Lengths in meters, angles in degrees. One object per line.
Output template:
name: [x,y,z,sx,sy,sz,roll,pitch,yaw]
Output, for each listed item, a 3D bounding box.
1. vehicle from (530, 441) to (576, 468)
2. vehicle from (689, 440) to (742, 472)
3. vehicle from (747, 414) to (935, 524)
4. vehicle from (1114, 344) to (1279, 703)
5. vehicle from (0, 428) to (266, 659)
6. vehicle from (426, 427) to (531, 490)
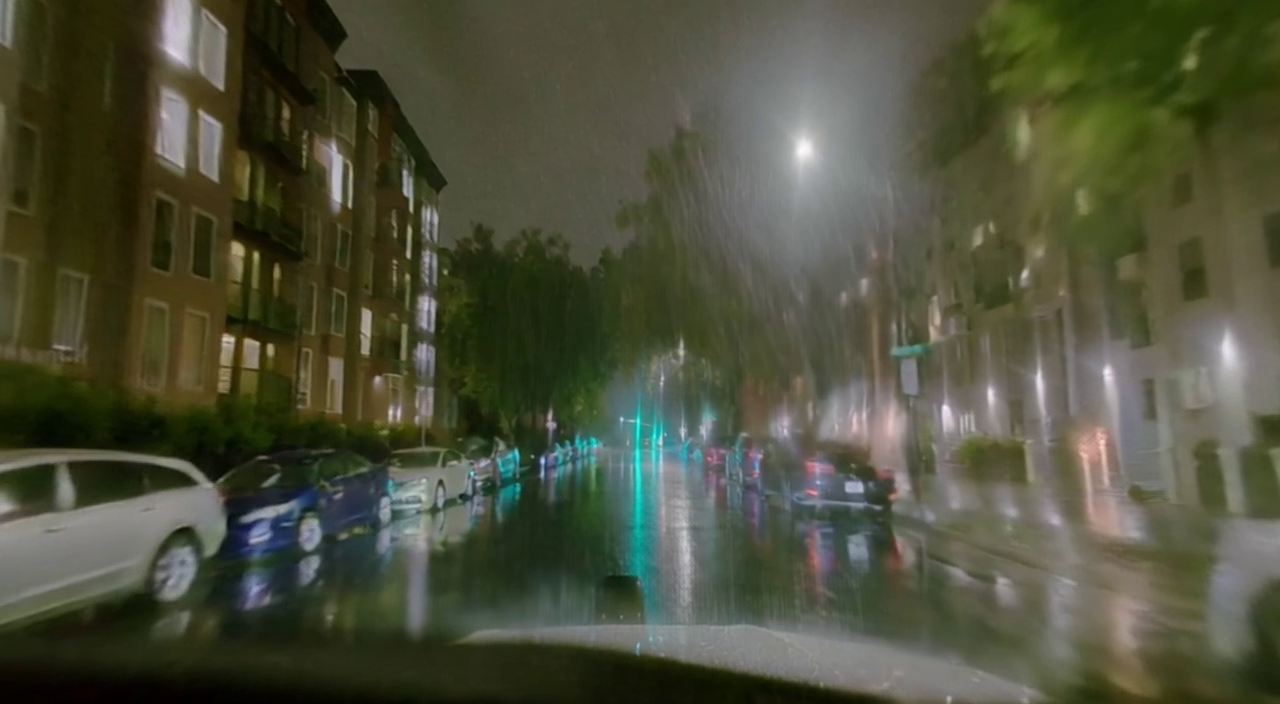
vehicle: [-5.134,6.129,37.985,2.080,1.458,4.511,0,-8,0]
vehicle: [3.689,5.165,31.740,1.881,1.460,4.737,0,-8,-3]
vehicle: [3.759,2.299,12.996,2.082,1.809,4.998,0,-8,-2]
vehicle: [3.736,0.625,1.099,2.043,1.766,4.846,0,-8,0]
vehicle: [-5.344,1.441,4.945,2.033,1.532,4.823,-3,-8,-2]
vehicle: [-5.215,3.519,21.250,2.213,1.825,4.986,0,-8,0]
